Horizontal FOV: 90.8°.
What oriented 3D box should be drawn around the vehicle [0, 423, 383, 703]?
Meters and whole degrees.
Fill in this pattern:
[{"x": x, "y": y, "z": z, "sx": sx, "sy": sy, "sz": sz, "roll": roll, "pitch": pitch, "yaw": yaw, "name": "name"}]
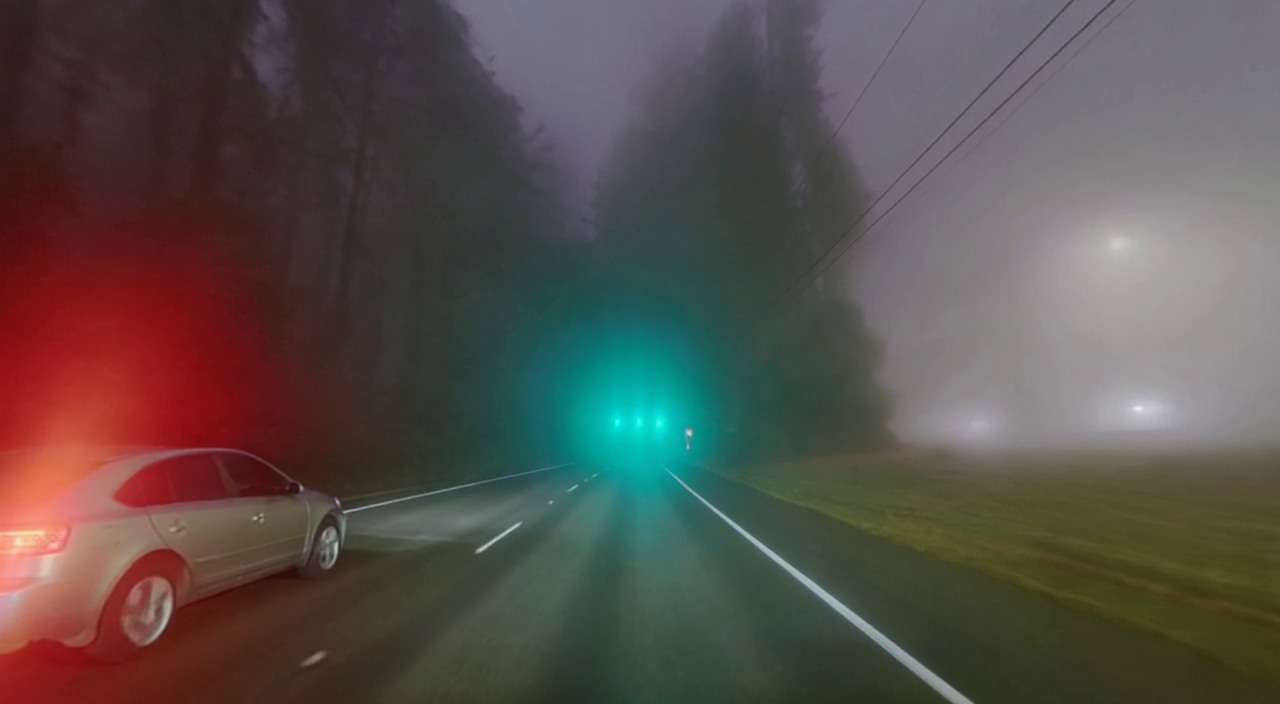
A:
[{"x": -4.009, "y": 1.380, "z": 5.267, "sx": 1.946, "sy": 1.437, "sz": 4.154, "roll": 0, "pitch": -8, "yaw": 0, "name": "vehicle"}]
